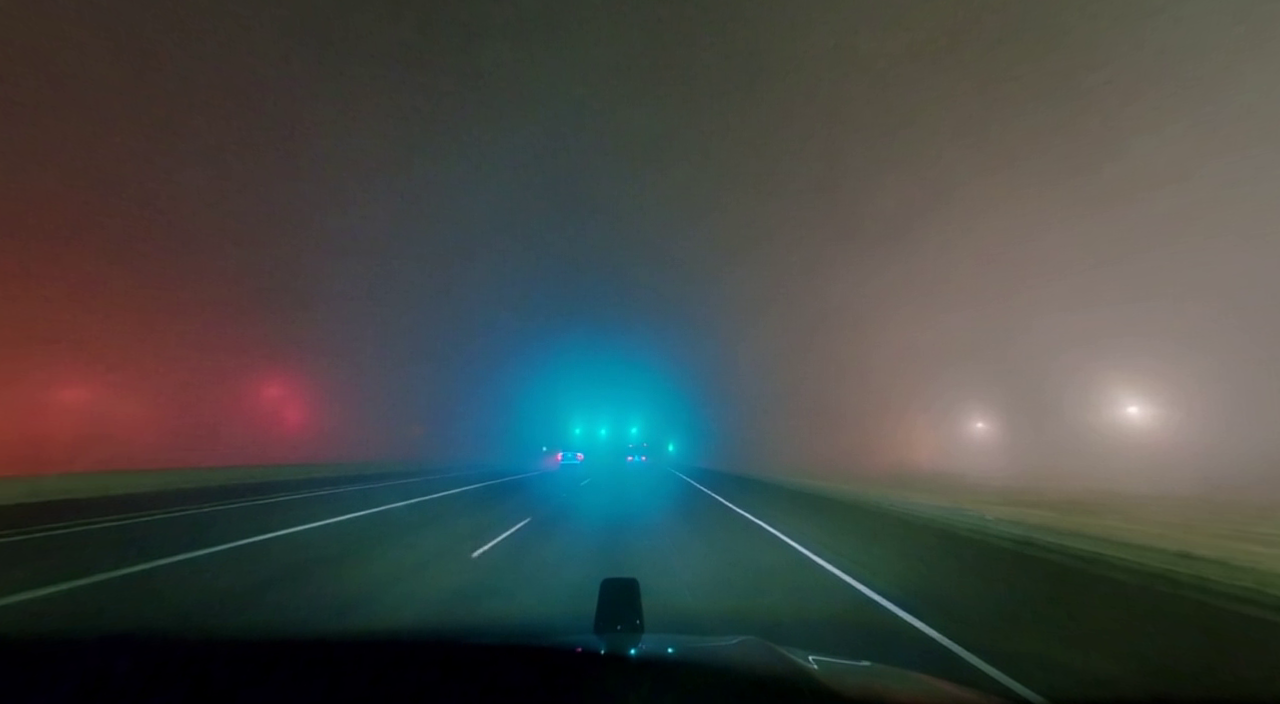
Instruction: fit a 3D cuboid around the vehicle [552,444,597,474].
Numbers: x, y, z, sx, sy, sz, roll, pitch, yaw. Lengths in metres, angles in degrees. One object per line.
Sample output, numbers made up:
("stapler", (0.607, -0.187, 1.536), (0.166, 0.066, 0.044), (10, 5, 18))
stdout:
("vehicle", (-4.188, 6.938, 41.150), (2.272, 1.759, 5.058), (0, -9, 1))
